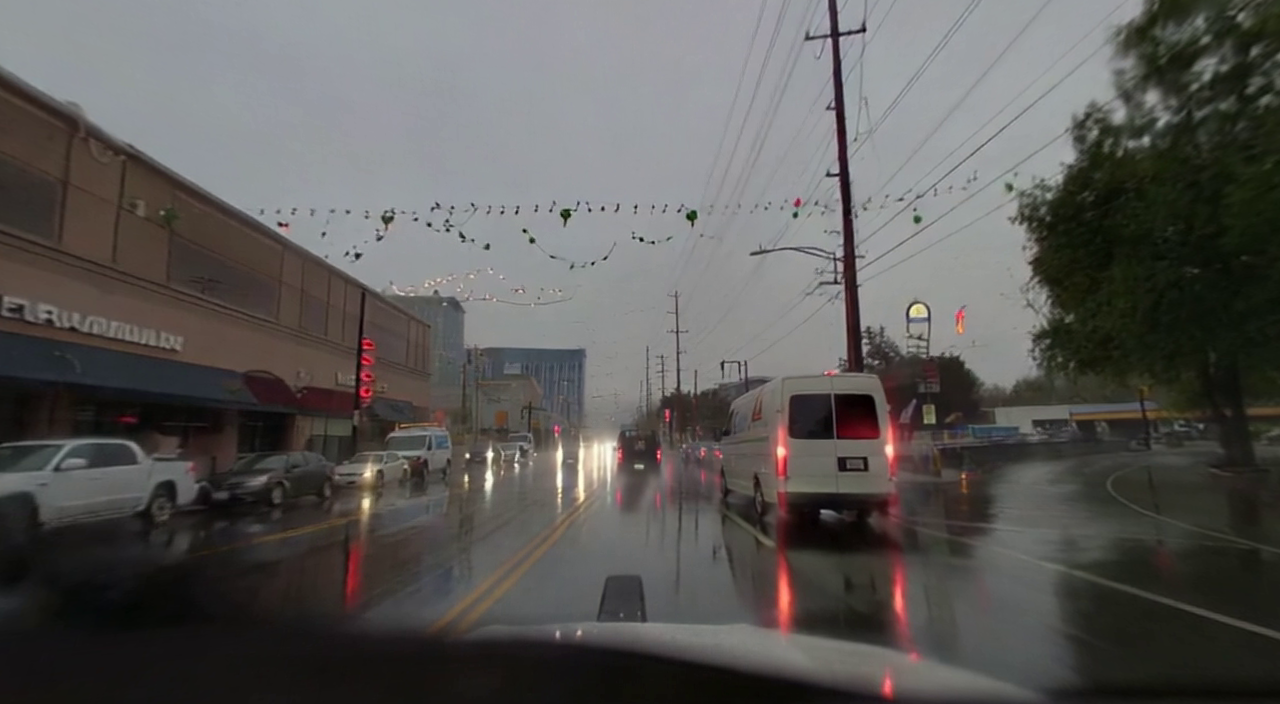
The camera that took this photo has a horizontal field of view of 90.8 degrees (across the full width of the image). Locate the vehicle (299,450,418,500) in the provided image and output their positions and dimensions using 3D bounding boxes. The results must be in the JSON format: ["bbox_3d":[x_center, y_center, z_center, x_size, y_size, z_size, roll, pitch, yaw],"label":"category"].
[{"bbox_3d":[-9.579,4.184,22.003,2.063,1.481,4.722,0,-9,-2],"label":"vehicle"}]

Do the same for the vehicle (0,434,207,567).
[{"bbox_3d":[-9.562,2.220,10.050,2.156,1.745,4.504,0,-9,-1],"label":"vehicle"}]

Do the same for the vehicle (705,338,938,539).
[{"bbox_3d":[3.002,1.756,12.747,2.419,2.927,6.907,0,-9,-2],"label":"vehicle"}]

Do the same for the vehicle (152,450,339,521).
[{"bbox_3d":[-9.658,3.251,16.002,1.848,1.517,4.452,0,-9,0],"label":"vehicle"}]

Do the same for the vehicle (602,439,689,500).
[{"bbox_3d":[0.130,3.194,17.617,2.112,1.464,4.411,0,-9,0],"label":"vehicle"}]

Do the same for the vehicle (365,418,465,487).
[{"bbox_3d":[-9.795,4.442,28.181,2.398,2.723,5.816,0,-9,-2],"label":"vehicle"}]

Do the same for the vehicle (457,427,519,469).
[{"bbox_3d":[-10.010,6.404,42.287,2.964,2.597,6.437,0,-9,-4],"label":"vehicle"}]

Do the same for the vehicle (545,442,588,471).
[{"bbox_3d":[-4.018,5.821,35.291,1.974,1.484,4.400,0,-9,-1],"label":"vehicle"}]

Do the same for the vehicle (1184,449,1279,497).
[{"bbox_3d":[20.515,4.105,21.897,2.058,1.478,4.429,-6,-11,36],"label":"vehicle"}]
